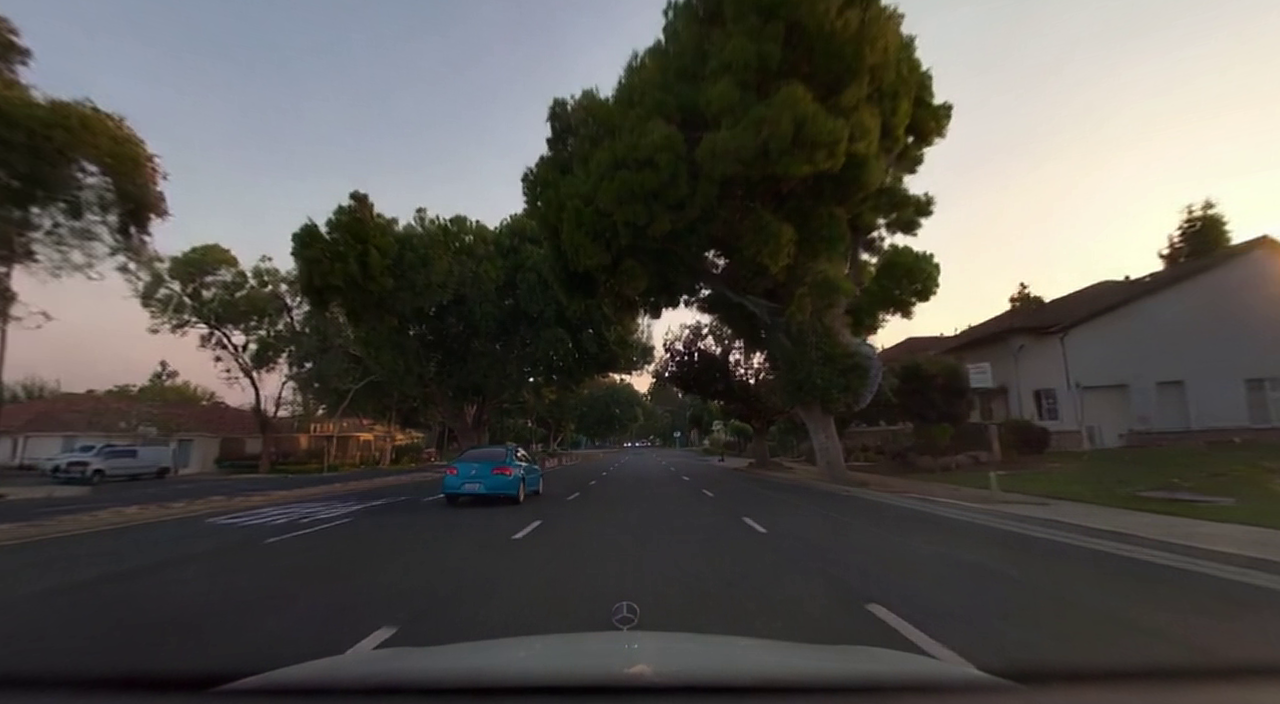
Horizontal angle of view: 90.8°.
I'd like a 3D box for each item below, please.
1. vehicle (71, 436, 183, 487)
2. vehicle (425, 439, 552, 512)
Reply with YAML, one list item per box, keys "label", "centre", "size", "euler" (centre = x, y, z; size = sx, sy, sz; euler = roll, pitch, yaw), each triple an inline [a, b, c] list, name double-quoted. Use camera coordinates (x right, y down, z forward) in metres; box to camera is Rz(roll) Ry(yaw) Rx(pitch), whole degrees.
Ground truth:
- label: "vehicle"
  centre: [-26.154, 5.580, 32.368]
  size: [3.358, 2.439, 2.686]
  euler: [1, -8, -7]
- label: "vehicle"
  centre: [-3.450, 2.876, 15.248]
  size: [2.005, 1.477, 4.169]
  euler: [0, -8, 0]
